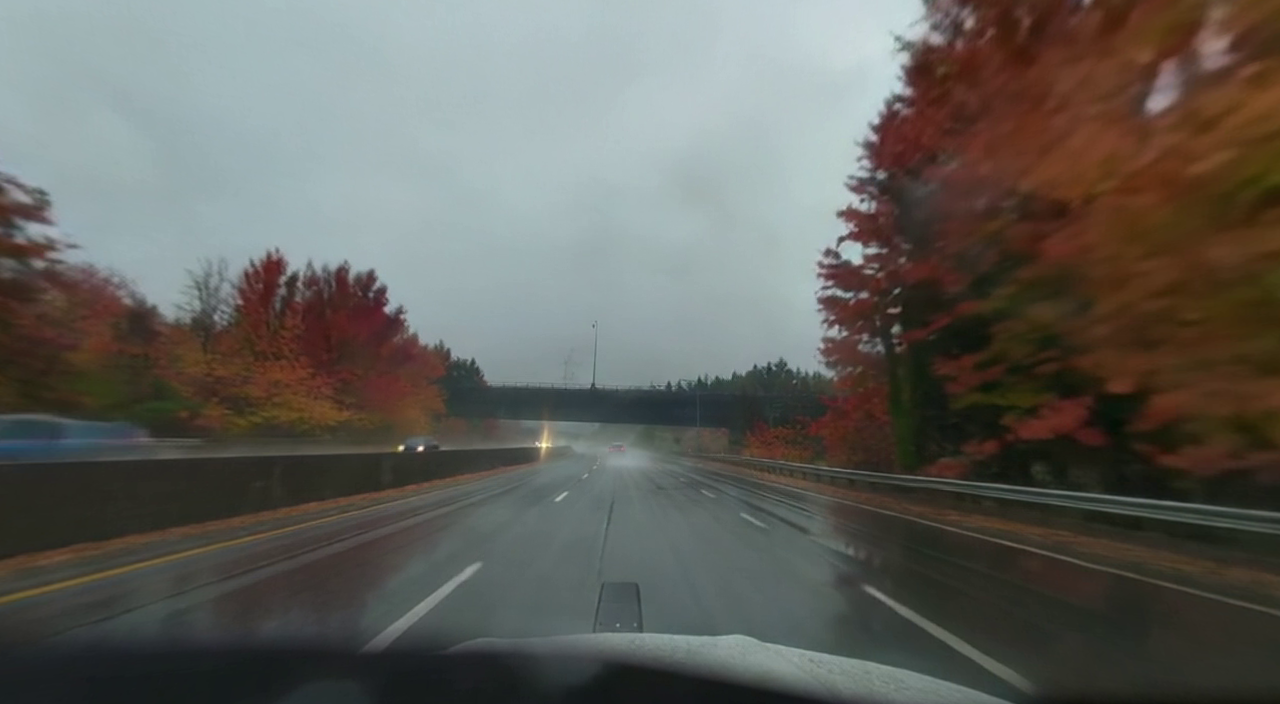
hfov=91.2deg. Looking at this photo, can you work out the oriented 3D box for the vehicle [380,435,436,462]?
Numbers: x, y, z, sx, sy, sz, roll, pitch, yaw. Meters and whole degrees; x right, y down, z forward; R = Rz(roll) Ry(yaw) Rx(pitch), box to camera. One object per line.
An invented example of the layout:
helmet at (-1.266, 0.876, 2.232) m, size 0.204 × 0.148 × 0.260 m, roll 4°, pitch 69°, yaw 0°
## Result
vehicle at (-13.604, 5.703, 37.008) m, size 1.831 × 1.475 × 4.243 m, roll 0°, pitch -9°, yaw -2°
